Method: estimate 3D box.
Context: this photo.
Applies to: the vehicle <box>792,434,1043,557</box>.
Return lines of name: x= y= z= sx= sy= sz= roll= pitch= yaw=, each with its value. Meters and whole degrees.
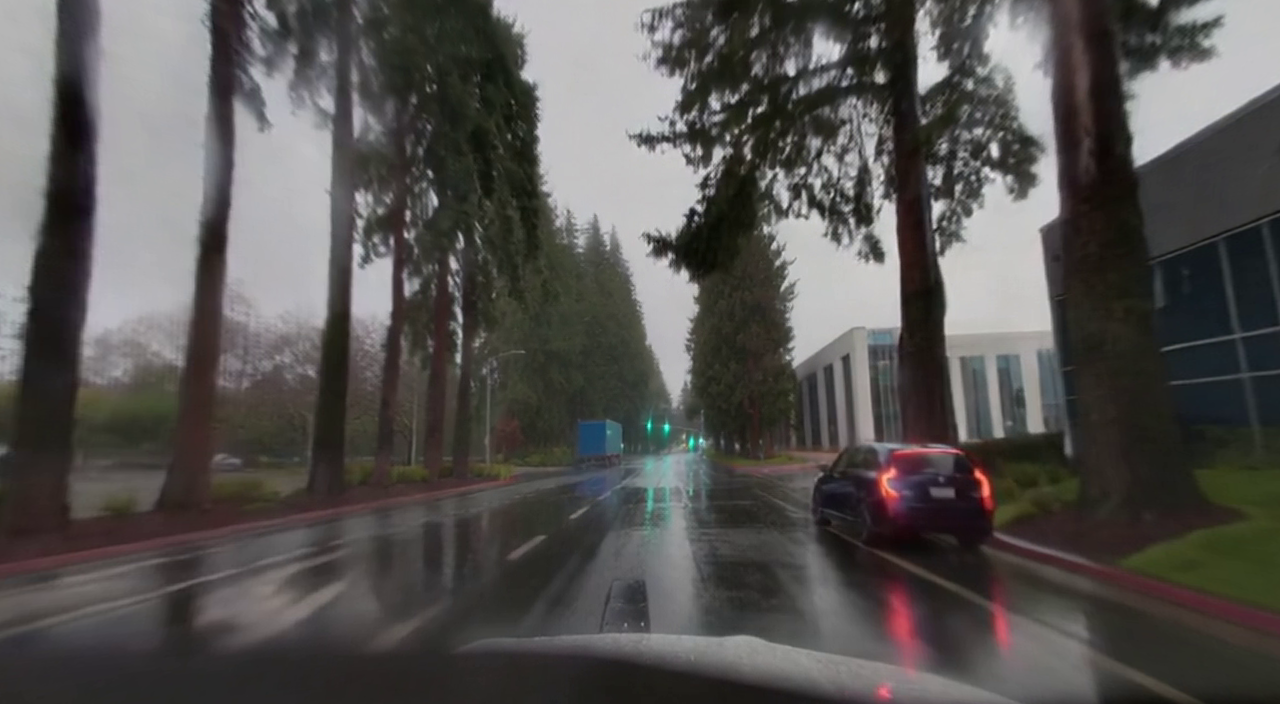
vehicle: x=3.999 y=2.134 z=10.118 sx=2.098 sy=1.509 sz=4.389 roll=0 pitch=-9 yaw=1
